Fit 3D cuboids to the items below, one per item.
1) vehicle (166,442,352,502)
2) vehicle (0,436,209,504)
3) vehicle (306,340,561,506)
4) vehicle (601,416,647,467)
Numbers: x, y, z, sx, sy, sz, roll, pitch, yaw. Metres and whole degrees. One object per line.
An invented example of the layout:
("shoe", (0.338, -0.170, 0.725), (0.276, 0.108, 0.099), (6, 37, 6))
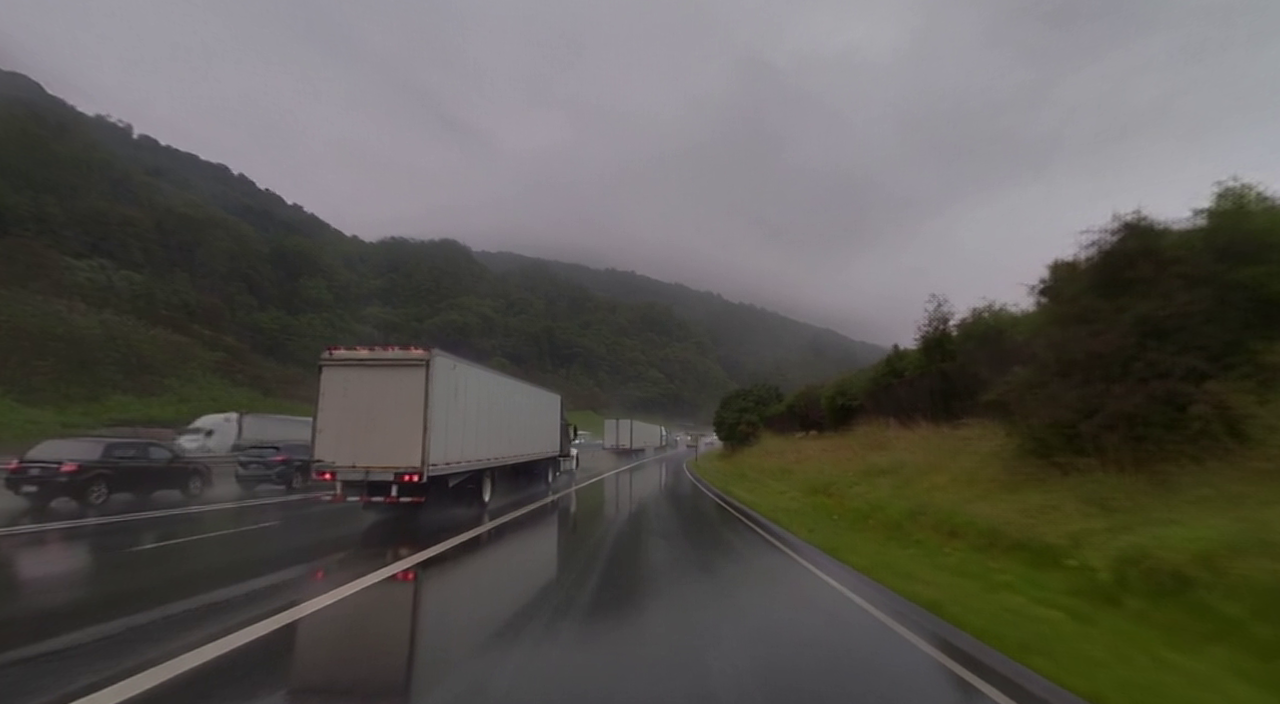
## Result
("vehicle", (-10.814, 3.421, 18.433), (1.925, 1.493, 4.864), (-1, -9, 8))
("vehicle", (-14.873, 3.265, 17.822), (1.943, 1.662, 4.283), (-1, -9, 7))
("vehicle", (-5.998, 2.824, 22.701), (2.848, 4.067, 14.314), (-1, -9, 7))
("vehicle", (-1.039, 6.835, 47.548), (2.968, 3.439, 10.174), (0, -9, 1))
